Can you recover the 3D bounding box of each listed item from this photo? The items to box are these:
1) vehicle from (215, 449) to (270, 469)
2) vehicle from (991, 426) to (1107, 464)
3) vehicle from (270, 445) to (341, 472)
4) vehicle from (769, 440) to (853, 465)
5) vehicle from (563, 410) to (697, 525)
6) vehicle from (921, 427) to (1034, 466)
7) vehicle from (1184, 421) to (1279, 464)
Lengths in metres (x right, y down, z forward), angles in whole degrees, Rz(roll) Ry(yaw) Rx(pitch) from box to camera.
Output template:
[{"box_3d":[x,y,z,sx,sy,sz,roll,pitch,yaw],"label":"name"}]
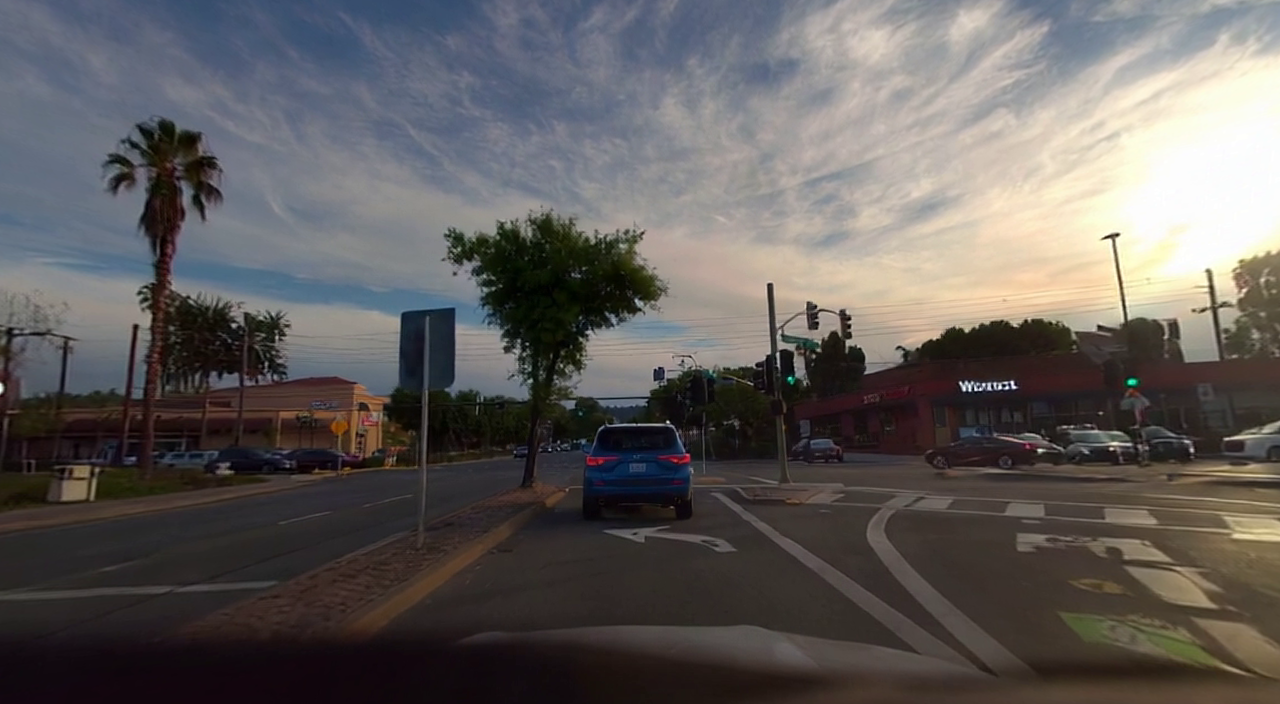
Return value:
[{"box_3d":[-29.422,7.870,46.718,4.081,1.383,1.878,-6,-10,33],"label":"vehicle"},{"box_3d":[21.352,4.911,33.192,4.852,1.847,1.983,-5,-10,32],"label":"vehicle"},{"box_3d":[-22.344,7.056,42.176,4.790,1.687,1.969,-5,-10,32],"label":"vehicle"},{"box_3d":[10.726,6.286,39.745,4.665,1.467,1.833,-6,-10,33],"label":"vehicle"},{"box_3d":[-0.179,2.306,13.103,2.263,1.932,4.709,0,-8,0],"label":"vehicle"},{"box_3d":[16.498,4.672,31.180,4.641,1.778,1.958,-4,-9,23],"label":"vehicle"},{"box_3d":[28.497,4.072,28.365,5.809,1.839,1.957,-6,-10,33],"label":"vehicle"}]
